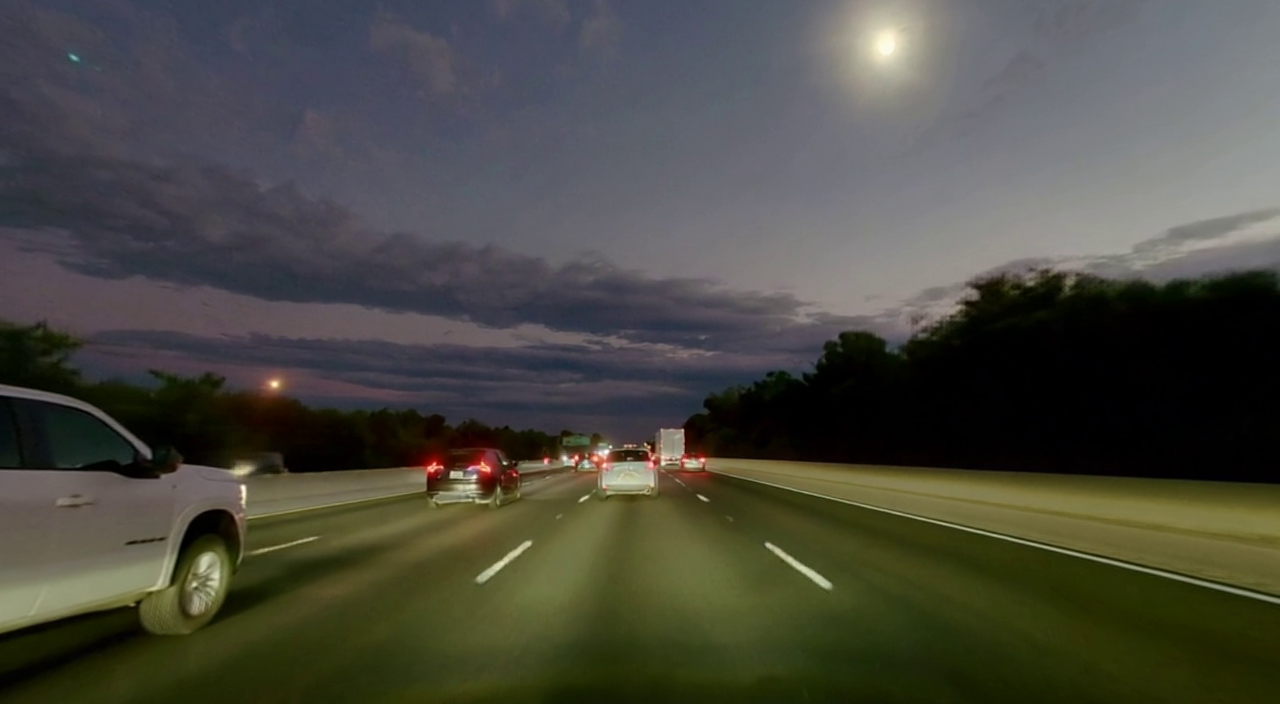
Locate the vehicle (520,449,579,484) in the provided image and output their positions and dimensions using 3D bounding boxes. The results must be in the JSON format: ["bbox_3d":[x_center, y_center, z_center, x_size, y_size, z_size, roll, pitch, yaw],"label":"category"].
[{"bbox_3d":[-4.012,5.172,28.760,1.999,1.484,4.269,0,-9,1],"label":"vehicle"}]

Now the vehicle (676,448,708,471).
[{"bbox_3d":[3.660,7.688,45.114,1.858,1.537,3.838,0,-9,-2],"label":"vehicle"}]

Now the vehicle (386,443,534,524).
[{"bbox_3d":[-3.758,2.829,14.101,1.988,1.501,4.438,0,-9,0],"label":"vehicle"}]

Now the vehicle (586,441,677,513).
[{"bbox_3d":[-0.196,3.020,15.630,1.996,1.574,3.426,0,-9,0],"label":"vehicle"}]

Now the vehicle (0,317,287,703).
[{"bbox_3d":[-3.938,0.747,2.416,2.243,1.889,4.949,0,-9,0],"label":"vehicle"}]
